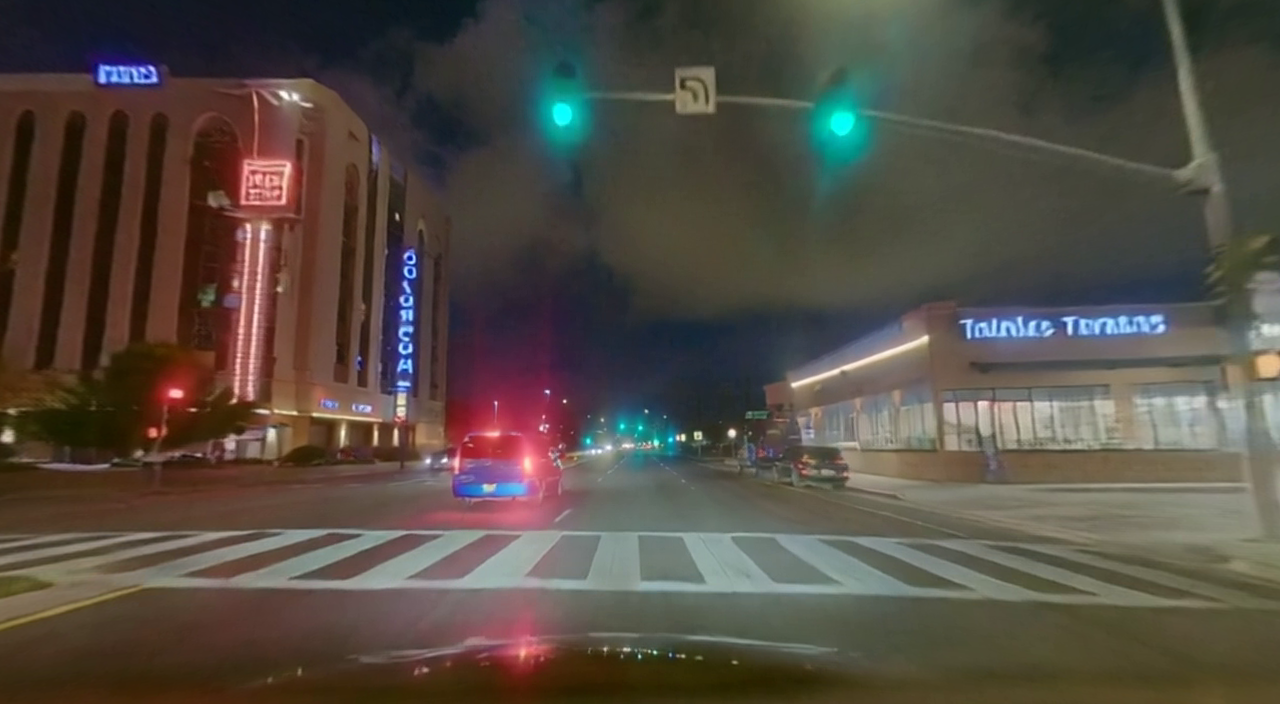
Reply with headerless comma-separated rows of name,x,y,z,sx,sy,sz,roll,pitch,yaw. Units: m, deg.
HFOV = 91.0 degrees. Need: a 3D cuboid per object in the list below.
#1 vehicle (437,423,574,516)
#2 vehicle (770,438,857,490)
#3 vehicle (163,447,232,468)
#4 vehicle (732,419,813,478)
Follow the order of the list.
vehicle,-2.725,2.491,13.761,2.080,1.722,3.766,0,-9,1
vehicle,6.437,4.192,23.948,1.942,1.753,4.912,0,-8,0
vehicle,-33.533,7.983,47.895,1.794,1.478,4.992,0,-8,-2
vehicle,6.261,4.708,30.789,2.642,2.582,6.157,0,-9,0
